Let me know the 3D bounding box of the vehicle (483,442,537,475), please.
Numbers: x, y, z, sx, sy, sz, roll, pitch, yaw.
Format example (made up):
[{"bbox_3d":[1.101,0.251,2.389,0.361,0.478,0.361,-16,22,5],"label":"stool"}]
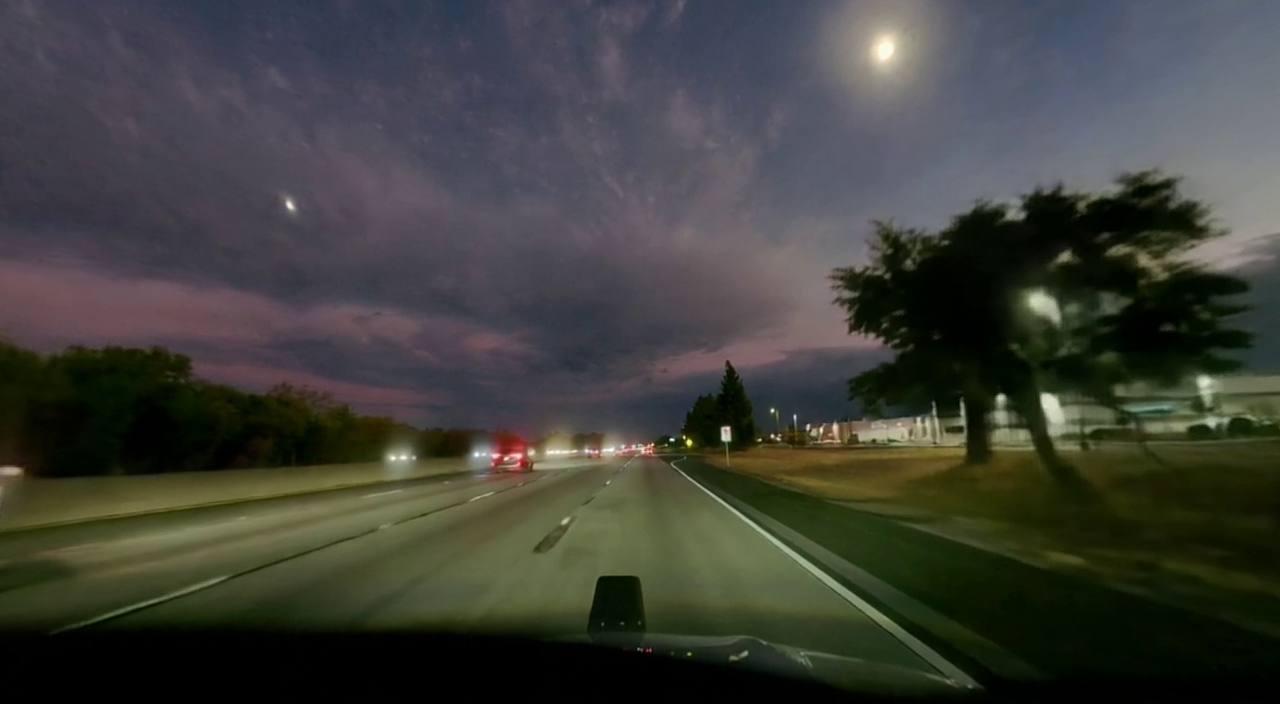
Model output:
[{"bbox_3d":[-7.251,5.963,35.612,2.021,1.699,4.324,0,-8,1],"label":"vehicle"}]
